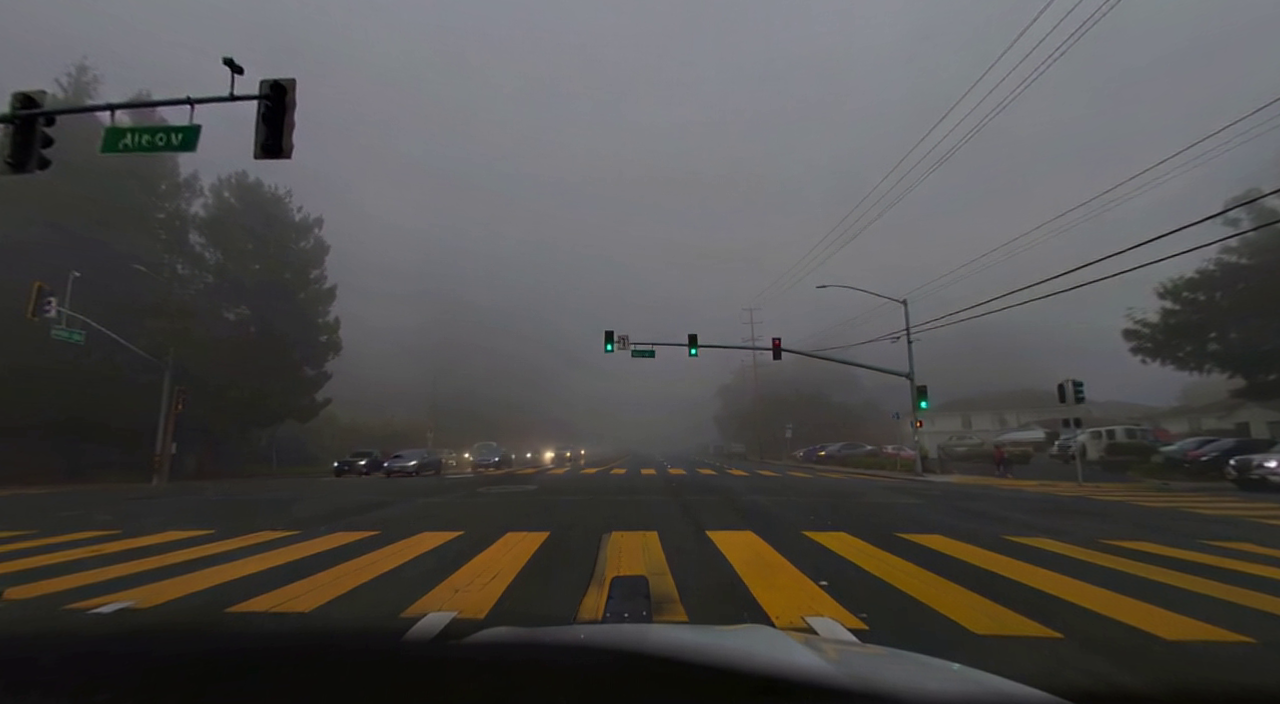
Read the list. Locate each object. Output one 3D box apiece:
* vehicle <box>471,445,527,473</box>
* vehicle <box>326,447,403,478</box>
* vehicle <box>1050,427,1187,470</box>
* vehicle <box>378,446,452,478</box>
[{"bbox_3d":[-7.701,5.878,34.864,1.958,1.415,4.312,0,-8,2],"label":"vehicle"},{"bbox_3d":[-14.600,5.854,33.722,2.035,1.470,4.677,0,-8,0],"label":"vehicle"},{"bbox_3d":[25.248,5.105,33.570,2.177,2.086,5.514,2,-9,-14],"label":"vehicle"},{"bbox_3d":[-11.006,5.394,31.172,2.007,1.451,4.242,0,-8,1],"label":"vehicle"}]
